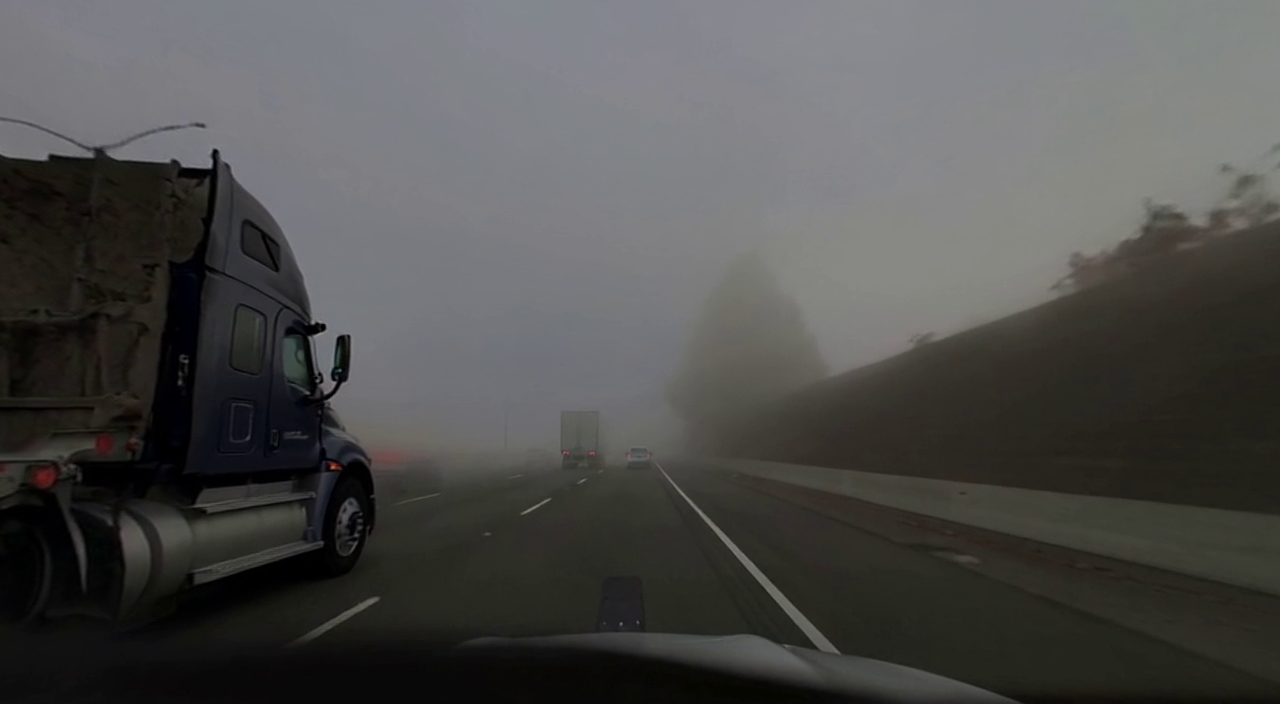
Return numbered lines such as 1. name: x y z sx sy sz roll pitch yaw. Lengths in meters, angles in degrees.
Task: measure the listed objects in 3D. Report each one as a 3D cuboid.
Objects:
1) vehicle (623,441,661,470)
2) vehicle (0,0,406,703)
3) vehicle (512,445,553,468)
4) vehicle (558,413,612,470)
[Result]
1. vehicle: 0.134 6.143 37.574 2.178 1.640 4.071 0 -9 0
2. vehicle: -3.650 -0.058 0.740 3.025 3.266 9.256 0 -9 1
3. vehicle: -7.197 7.044 42.632 1.962 1.489 4.002 0 -9 2
4. vehicle: -3.520 6.072 42.437 2.956 3.331 9.575 0 -9 -1
